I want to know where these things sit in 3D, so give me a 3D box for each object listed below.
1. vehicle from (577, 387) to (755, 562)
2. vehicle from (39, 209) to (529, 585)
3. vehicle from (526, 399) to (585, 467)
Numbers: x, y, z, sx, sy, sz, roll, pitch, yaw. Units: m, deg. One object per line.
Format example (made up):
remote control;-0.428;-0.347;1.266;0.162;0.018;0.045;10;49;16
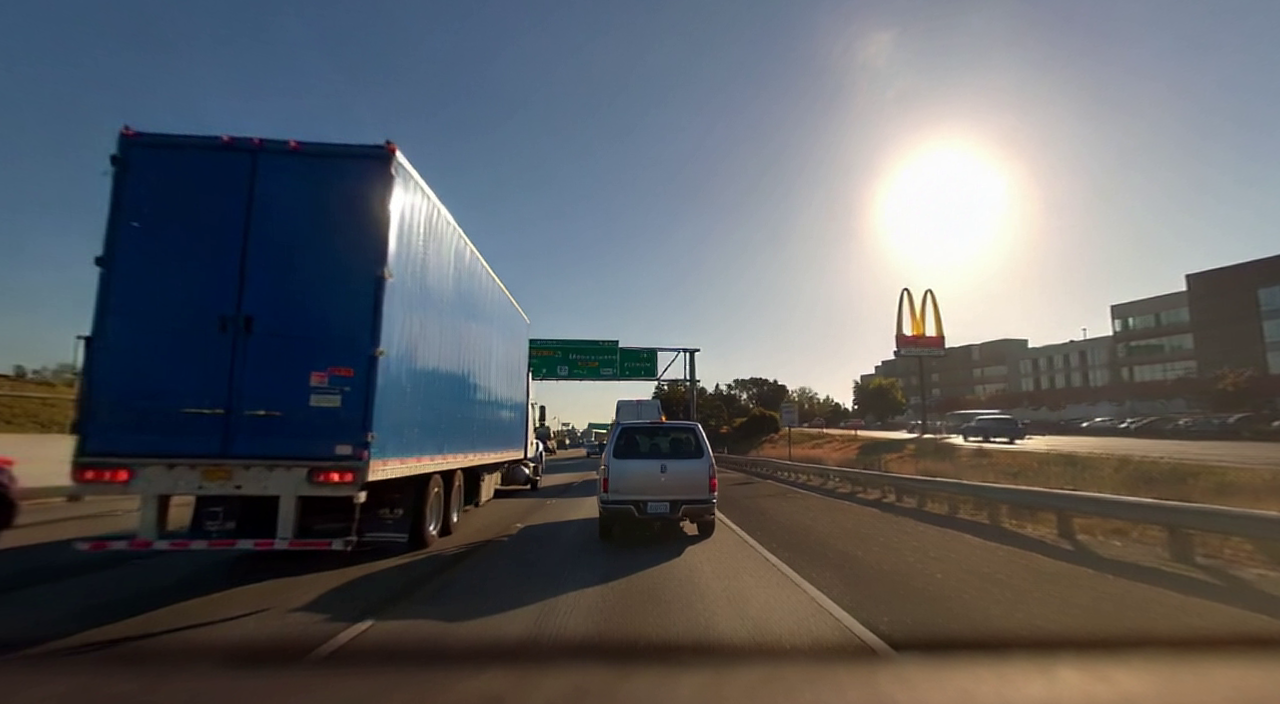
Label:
vehicle;0.196;1.650;9.041;1.947;1.910;4.040;0;-9;-3
vehicle;-3.971;0.980;10.111;2.814;3.513;8.529;0;-9;0
vehicle;-4.896;5.007;38.178;2.617;3.604;9.499;0;-9;-2
